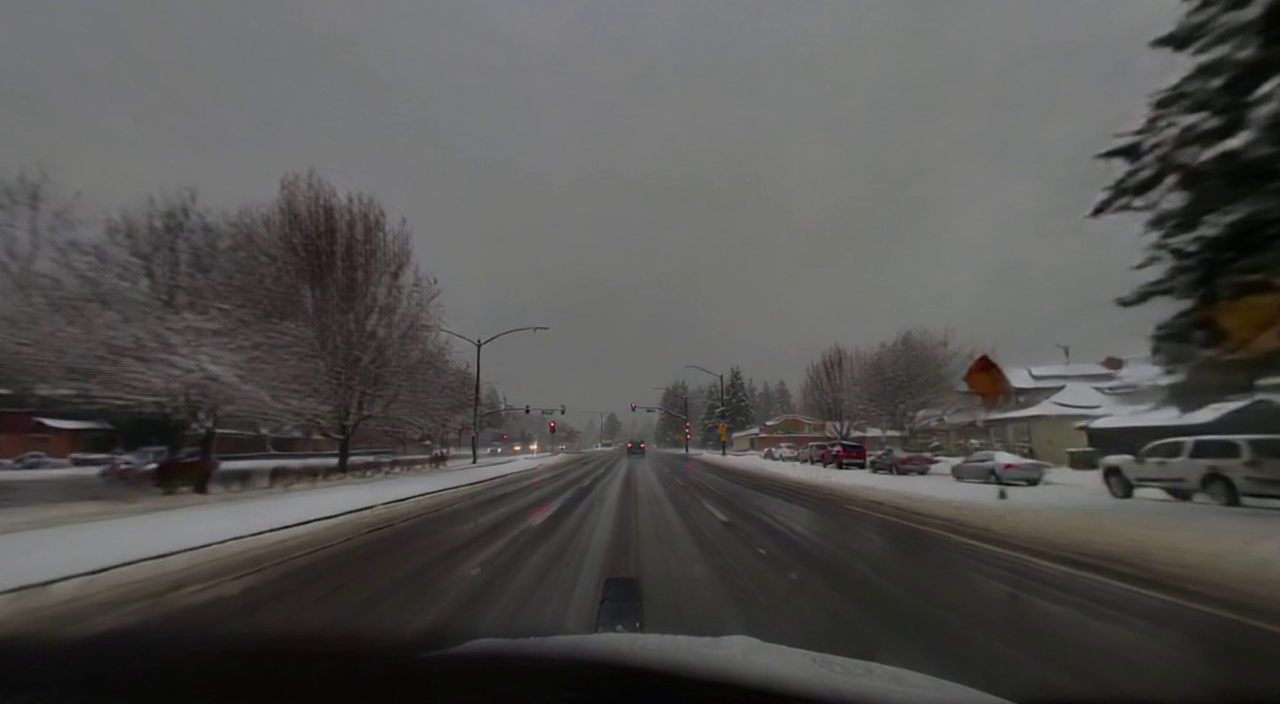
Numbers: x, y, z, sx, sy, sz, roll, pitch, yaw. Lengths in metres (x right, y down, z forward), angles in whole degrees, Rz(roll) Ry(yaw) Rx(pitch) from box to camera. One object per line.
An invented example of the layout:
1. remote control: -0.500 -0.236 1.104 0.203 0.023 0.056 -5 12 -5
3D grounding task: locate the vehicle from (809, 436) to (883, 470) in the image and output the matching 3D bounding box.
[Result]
1. vehicle: 12.506 6.246 38.907 2.386 1.919 6.109 -1 -9 -1

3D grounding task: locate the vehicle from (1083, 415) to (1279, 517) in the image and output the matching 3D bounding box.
1. vehicle: 13.122 2.484 14.197 2.047 1.950 5.112 1 -8 -9

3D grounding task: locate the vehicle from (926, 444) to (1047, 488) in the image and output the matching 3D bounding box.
1. vehicle: 12.715 4.177 23.615 1.916 1.452 4.651 0 -8 1

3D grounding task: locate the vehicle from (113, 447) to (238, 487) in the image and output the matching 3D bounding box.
1. vehicle: -19.129 4.738 26.315 1.815 1.468 4.398 0 -8 1

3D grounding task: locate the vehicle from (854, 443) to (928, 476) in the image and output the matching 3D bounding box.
1. vehicle: 12.339 5.321 31.380 1.836 1.448 4.624 -1 -9 1
